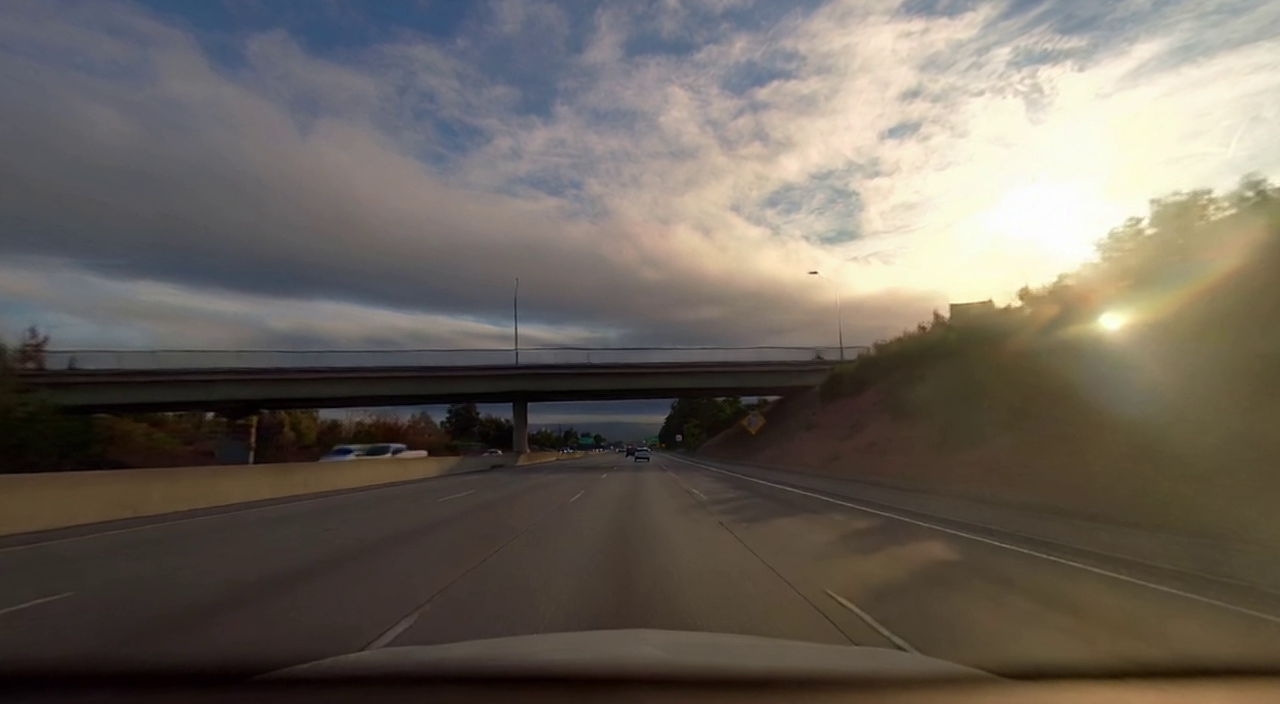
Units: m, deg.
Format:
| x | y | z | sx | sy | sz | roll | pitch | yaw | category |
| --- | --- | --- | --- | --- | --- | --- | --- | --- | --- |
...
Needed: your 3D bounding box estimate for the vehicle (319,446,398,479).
| x | y | z | sx | sy | sz | roll | pitch | yaw | category |
| --- | --- | --- | --- | --- | --- | --- | --- | --- | --- |
| -15.734 | 6.165 | 35.527 | 2.099 | 1.702 | 4.908 | -1 | -9 | 1 | vehicle |
